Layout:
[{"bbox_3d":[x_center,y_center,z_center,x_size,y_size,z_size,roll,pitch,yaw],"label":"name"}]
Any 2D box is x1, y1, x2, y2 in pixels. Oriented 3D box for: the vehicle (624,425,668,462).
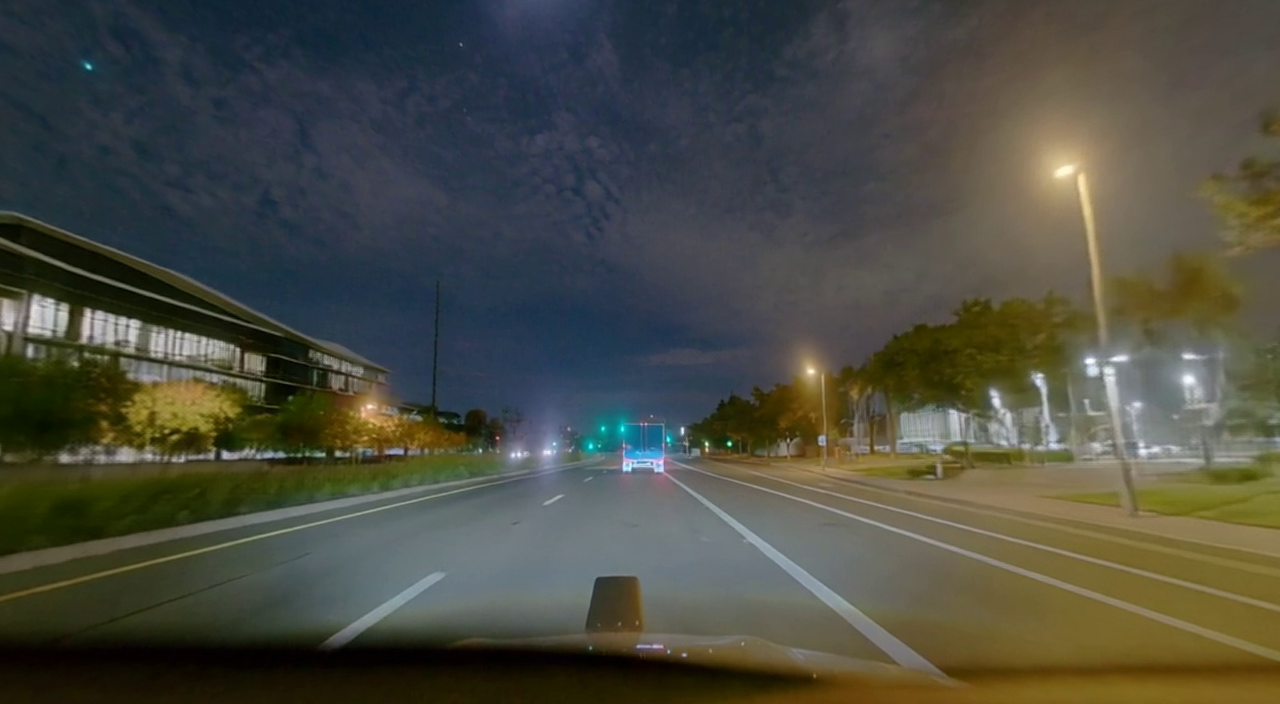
[{"bbox_3d":[0.229,4.923,33.993,2.178,1.829,4.932,0,-9,-2],"label":"vehicle"}]
